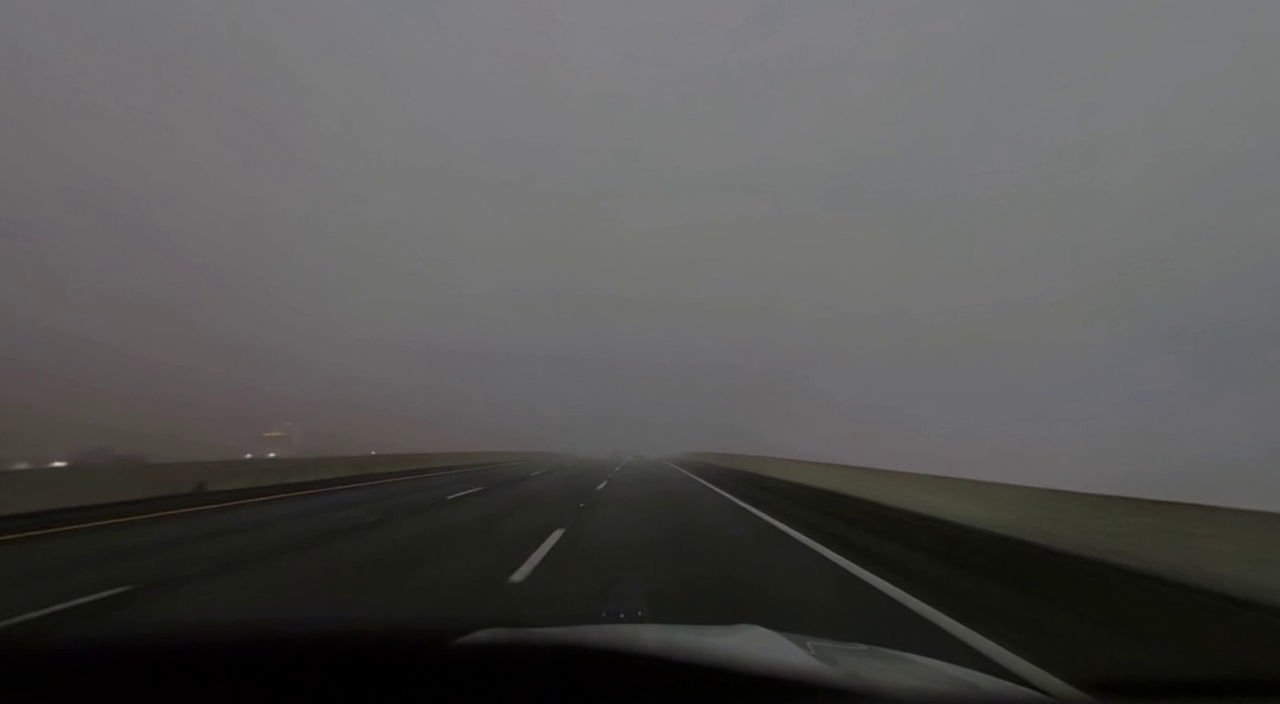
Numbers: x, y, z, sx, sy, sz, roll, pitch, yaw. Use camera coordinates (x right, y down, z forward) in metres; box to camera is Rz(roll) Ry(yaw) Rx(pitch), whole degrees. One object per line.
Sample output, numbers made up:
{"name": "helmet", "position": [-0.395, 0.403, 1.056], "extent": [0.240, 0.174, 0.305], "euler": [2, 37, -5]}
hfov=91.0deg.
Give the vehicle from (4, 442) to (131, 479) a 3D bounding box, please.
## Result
{"name": "vehicle", "position": [-28.071, 5.312, 31.126], "extent": [2.006, 1.696, 4.513], "euler": [0, -9, 0]}
